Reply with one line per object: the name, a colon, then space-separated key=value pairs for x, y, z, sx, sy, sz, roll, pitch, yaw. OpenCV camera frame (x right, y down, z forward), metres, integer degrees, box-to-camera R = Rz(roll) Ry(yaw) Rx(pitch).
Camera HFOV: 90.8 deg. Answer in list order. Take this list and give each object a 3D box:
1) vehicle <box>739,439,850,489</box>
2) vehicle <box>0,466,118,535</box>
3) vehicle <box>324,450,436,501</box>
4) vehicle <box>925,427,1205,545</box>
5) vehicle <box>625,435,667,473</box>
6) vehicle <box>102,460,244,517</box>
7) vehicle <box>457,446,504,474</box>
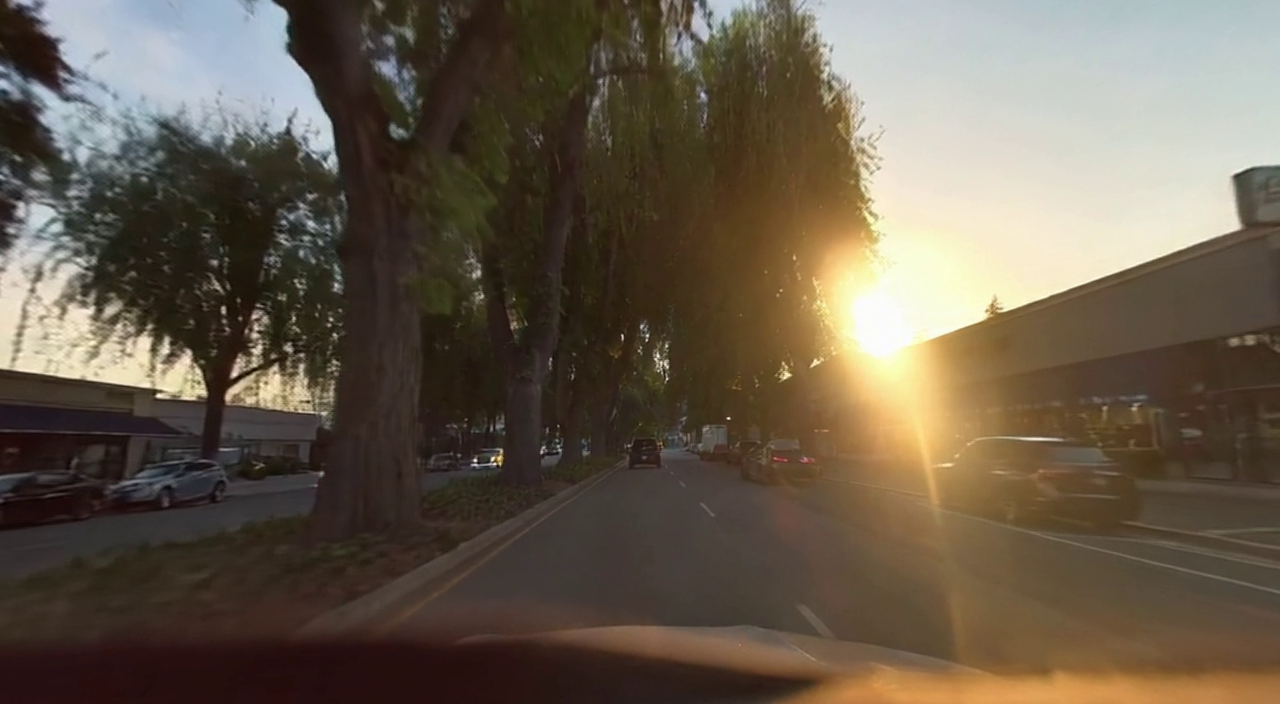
vehicle: x=5.695 y=4.186 z=24.032 sx=2.114 sy=1.697 sz=4.739 roll=2 pitch=-9 yaw=-14
vehicle: x=-16.052 y=3.700 z=15.835 sx=1.962 sy=1.487 sz=4.652 roll=0 pitch=-9 yaw=-1
vehicle: x=-8.596 y=4.077 z=21.324 sx=1.982 sy=1.505 sz=4.065 roll=0 pitch=-9 yaw=1
vehicle: x=7.280 y=2.309 z=11.559 sx=2.004 sy=1.714 sz=4.356 roll=0 pitch=-9 yaw=-1
vehicle: x=0.400 y=5.960 z=37.104 sx=2.293 sy=2.036 sz=4.853 roll=0 pitch=-9 yaw=1
vehicle: x=-15.994 y=4.646 z=21.965 sx=1.801 sy=1.515 sz=4.323 roll=-4 pitch=-9 yaw=-2
vehicle: x=-11.491 y=7.808 z=45.891 sx=2.127 sy=1.909 sz=4.830 roll=0 pitch=-9 yaw=1
